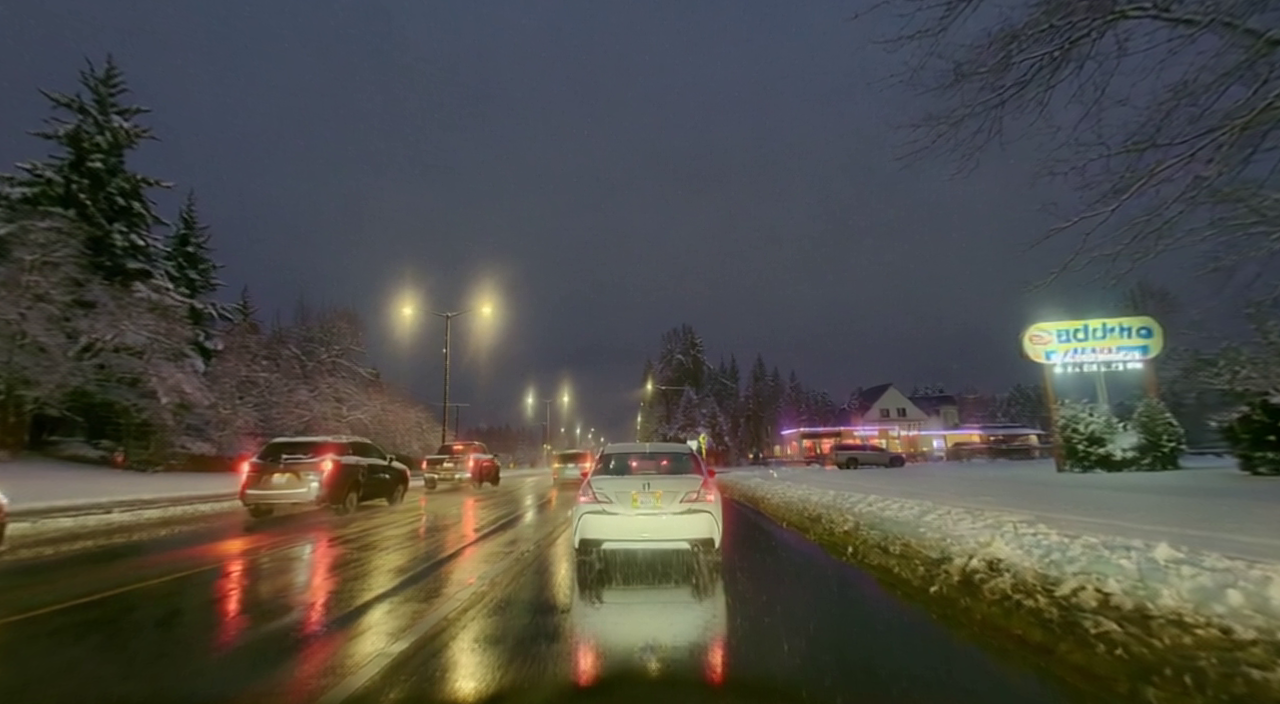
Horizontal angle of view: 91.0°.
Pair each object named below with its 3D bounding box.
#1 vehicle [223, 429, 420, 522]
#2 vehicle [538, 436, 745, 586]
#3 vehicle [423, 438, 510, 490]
[{"bbox_3d":[-6.955,2.731,14.491,2.032,1.767,4.549,0,-9,2],"label":"vehicle"},{"bbox_3d":[0.056,1.906,8.397,2.091,1.494,3.962,0,-9,1],"label":"vehicle"},{"bbox_3d":[-6.793,4.425,25.261,2.130,1.900,4.470,0,-9,1],"label":"vehicle"}]
